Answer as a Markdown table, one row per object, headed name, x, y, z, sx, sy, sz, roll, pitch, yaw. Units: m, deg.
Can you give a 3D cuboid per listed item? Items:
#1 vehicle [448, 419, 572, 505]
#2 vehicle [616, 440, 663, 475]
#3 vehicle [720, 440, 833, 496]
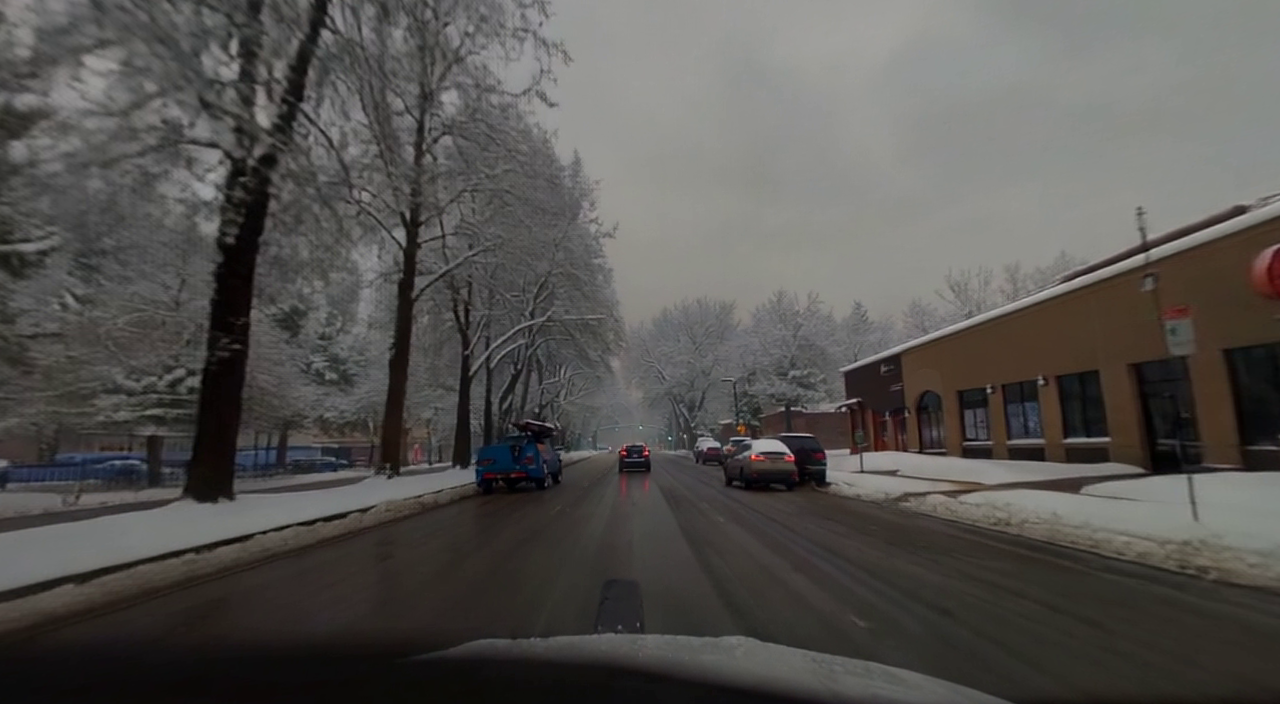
| name | x | y | z | sx | sy | sz | roll | pitch | yaw |
| --- | --- | --- | --- | --- | --- | --- | --- | --- | --- |
| vehicle | -3.454 | 3.093 | 18.244 | 2.424 | 2.063 | 5.678 | 0 | -9 | -1 |
| vehicle | -0.070 | 5.748 | 34.680 | 2.413 | 1.748 | 4.406 | 0 | -8 | -1 |
| vehicle | 4.298 | 3.726 | 20.782 | 2.082 | 1.601 | 4.451 | 1 | -9 | -10 |
